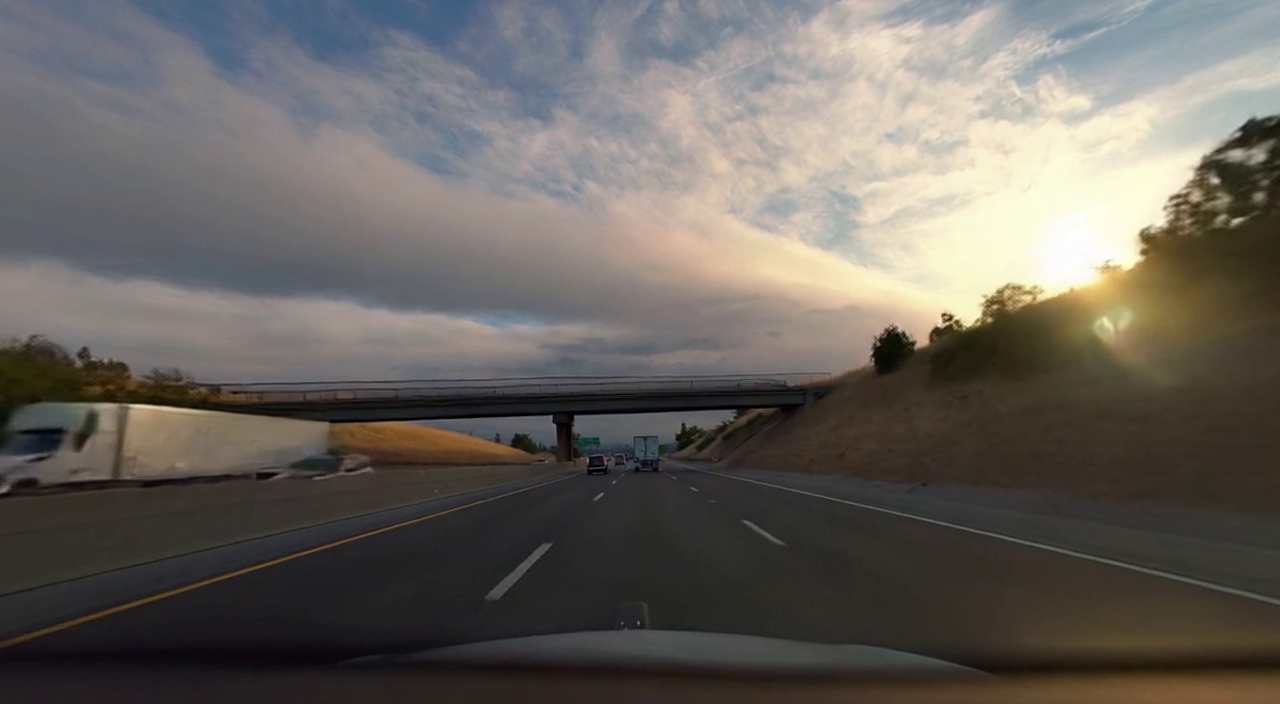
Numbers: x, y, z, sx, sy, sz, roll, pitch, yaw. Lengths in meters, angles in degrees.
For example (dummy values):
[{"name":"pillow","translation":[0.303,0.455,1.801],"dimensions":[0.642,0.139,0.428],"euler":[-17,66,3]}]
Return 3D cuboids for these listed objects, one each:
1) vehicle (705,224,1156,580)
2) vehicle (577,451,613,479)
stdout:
[{"name":"vehicle","translation":[4.051,1.761,15.449],"dimensions":[3.131,4.037,16.729],"euler":[0,-9,0]},{"name":"vehicle","translation":[-2.873,7.270,40.808],"dimensions":[2.007,1.647,3.854],"euler":[0,-9,0]}]
